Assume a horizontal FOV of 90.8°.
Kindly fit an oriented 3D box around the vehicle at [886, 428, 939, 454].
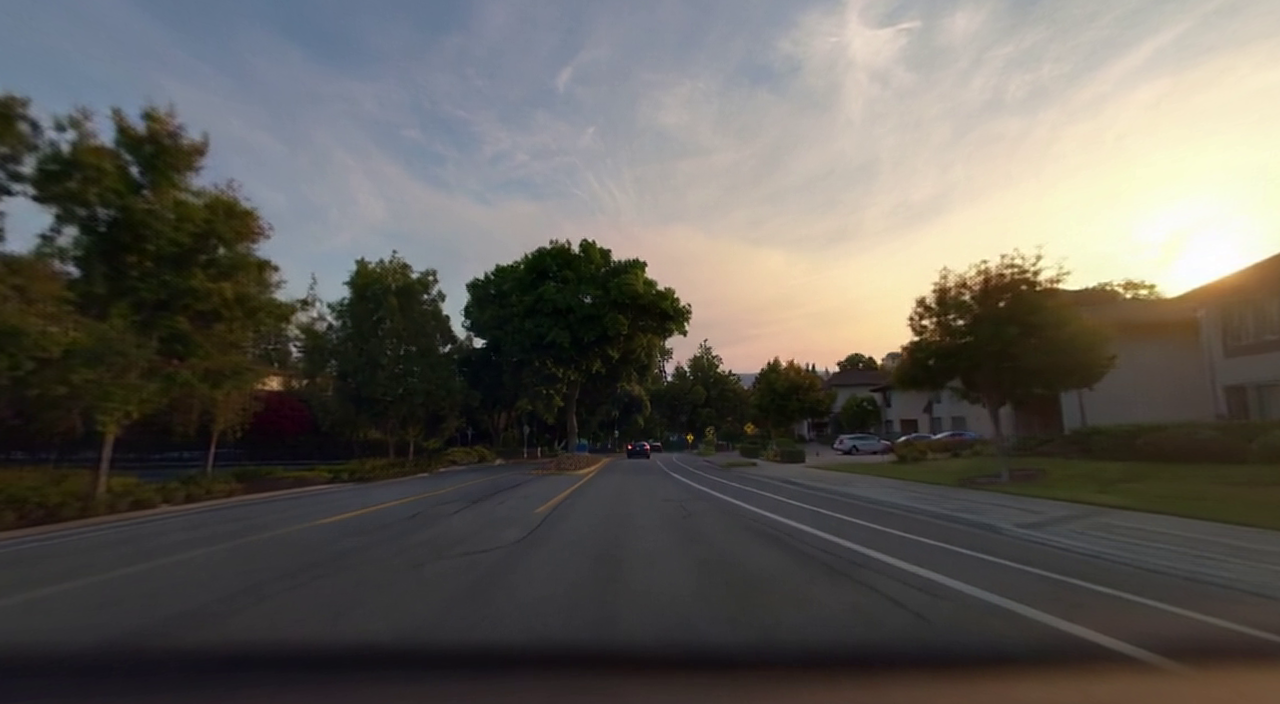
[{"bbox_3d":[19.612,6.496,45.638,1.924,1.703,4.254,-2,-10,0],"label":"vehicle"}]
